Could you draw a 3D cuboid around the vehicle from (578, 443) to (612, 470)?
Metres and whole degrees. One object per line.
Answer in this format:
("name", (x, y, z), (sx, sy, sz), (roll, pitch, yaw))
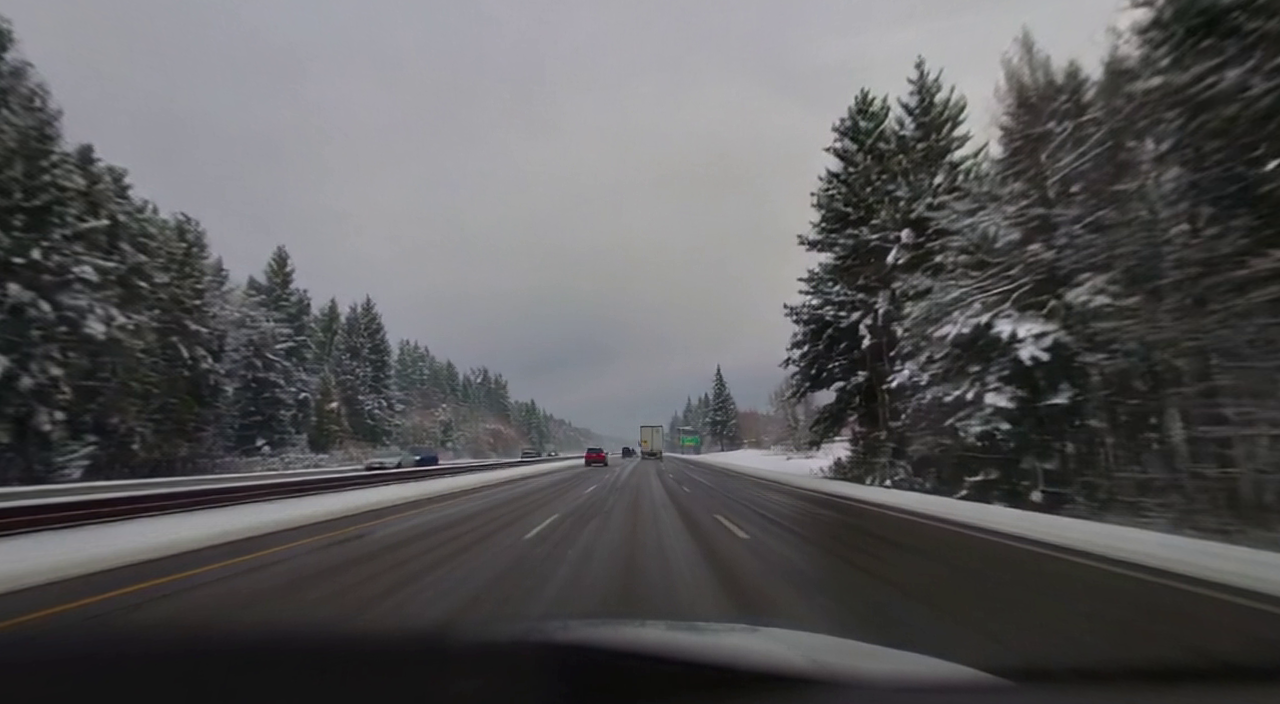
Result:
("vehicle", (-3.351, 7.921, 47.933), (2.173, 1.924, 5.030), (0, -9, 1))

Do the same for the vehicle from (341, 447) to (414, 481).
("vehicle", (-13.131, 5.604, 31.833), (1.845, 1.583, 4.154), (0, -9, 1))
